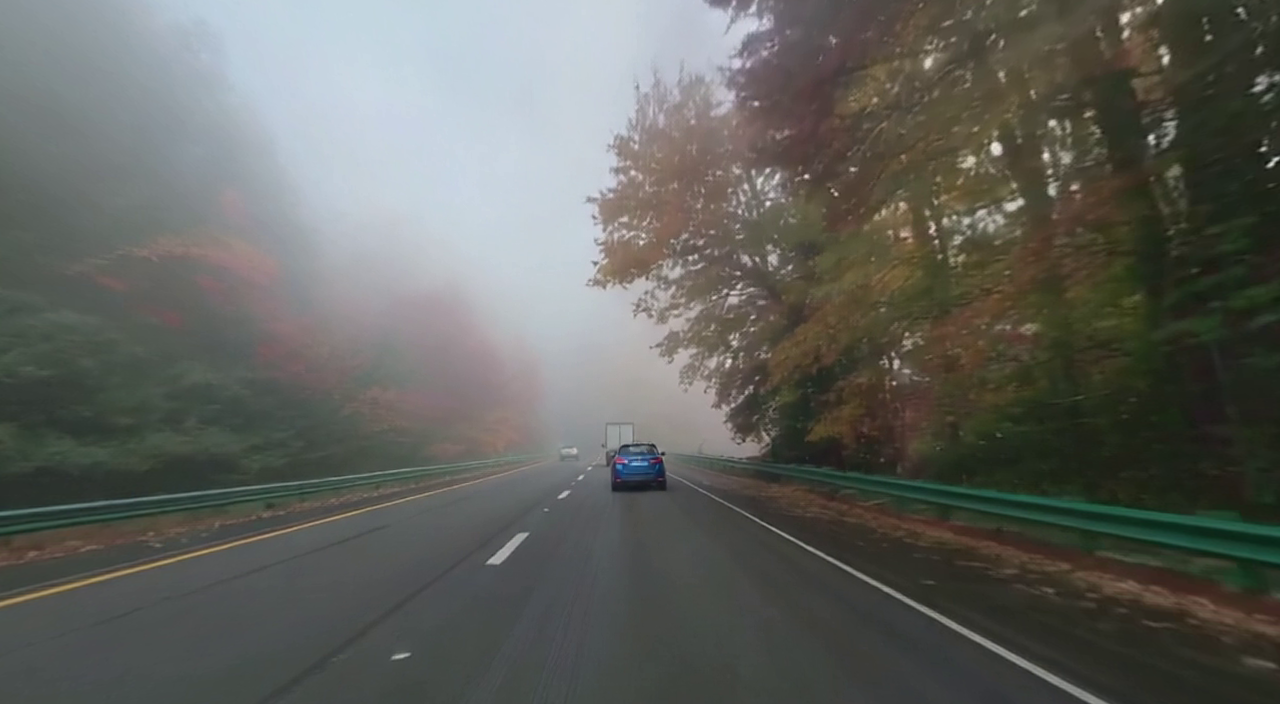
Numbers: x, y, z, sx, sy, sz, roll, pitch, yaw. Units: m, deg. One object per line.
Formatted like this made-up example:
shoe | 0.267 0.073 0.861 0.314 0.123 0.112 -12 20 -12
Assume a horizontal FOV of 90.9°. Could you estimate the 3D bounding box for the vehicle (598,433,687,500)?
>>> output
vehicle | -0.040 2.941 16.597 2.057 1.516 4.065 1 -8 -3
